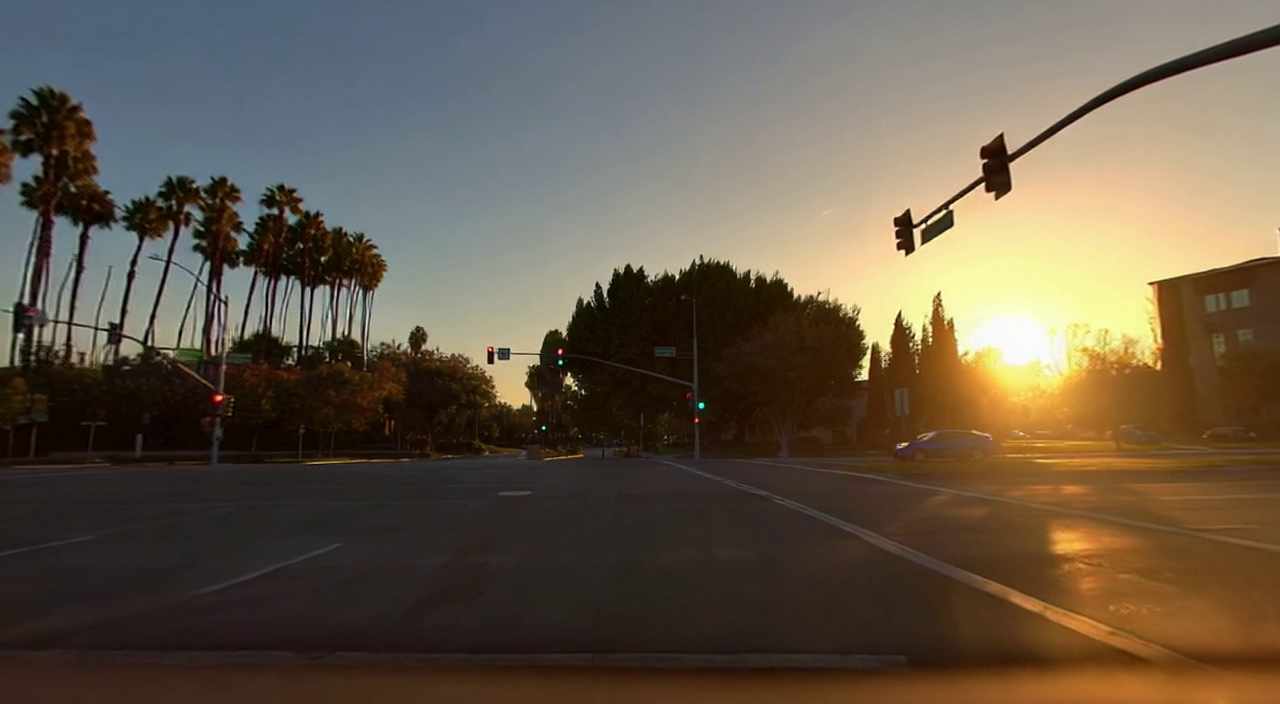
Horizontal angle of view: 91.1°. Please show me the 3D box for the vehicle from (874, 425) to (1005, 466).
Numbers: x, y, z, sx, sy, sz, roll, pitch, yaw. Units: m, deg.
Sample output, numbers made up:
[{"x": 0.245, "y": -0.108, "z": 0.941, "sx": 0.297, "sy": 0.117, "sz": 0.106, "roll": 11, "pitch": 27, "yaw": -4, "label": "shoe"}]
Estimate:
[{"x": 13.379, "y": 4.214, "z": 28.280, "sx": 4.820, "sy": 1.751, "sz": 2.050, "roll": 0, "pitch": -8, "yaw": -2, "label": "vehicle"}]
